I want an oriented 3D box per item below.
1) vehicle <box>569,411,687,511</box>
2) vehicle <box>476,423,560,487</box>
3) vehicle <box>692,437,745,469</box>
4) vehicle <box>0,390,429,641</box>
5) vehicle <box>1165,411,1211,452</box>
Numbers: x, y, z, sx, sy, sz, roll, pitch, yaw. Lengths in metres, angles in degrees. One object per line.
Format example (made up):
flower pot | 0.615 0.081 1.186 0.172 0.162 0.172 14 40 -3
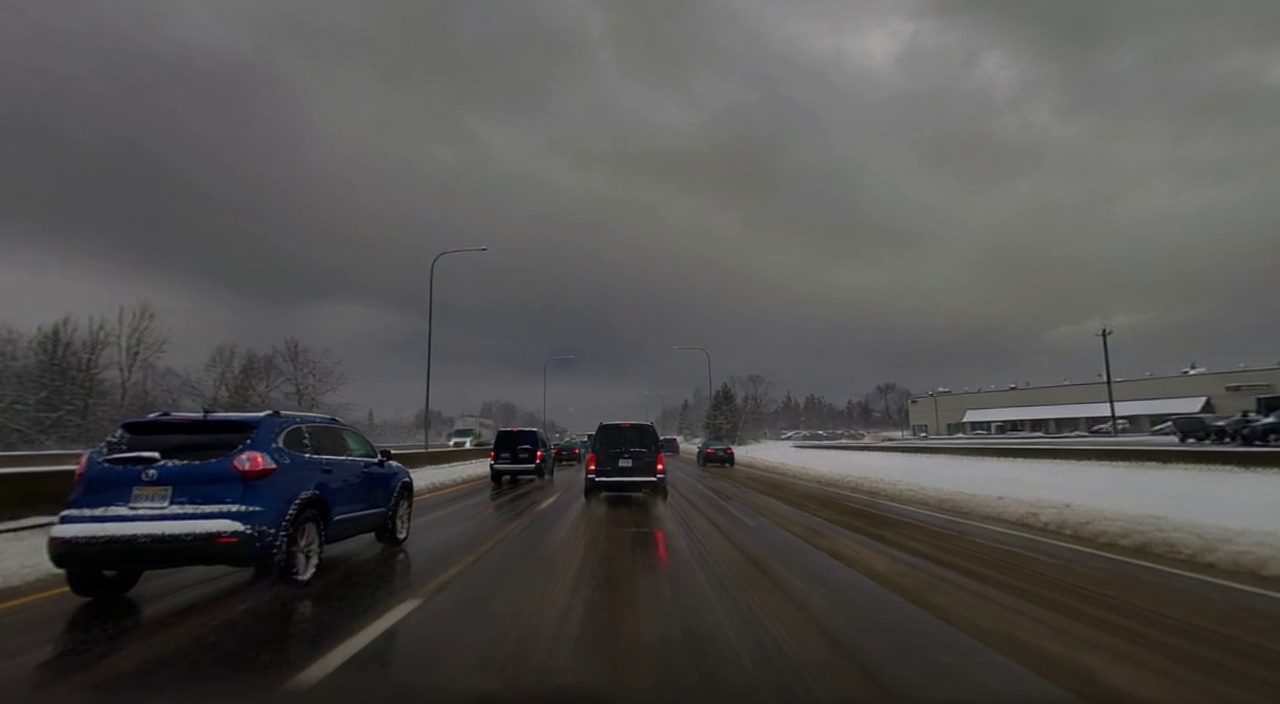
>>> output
vehicle | -0.292 2.454 14.605 2.304 1.925 4.282 0 -8 -1
vehicle | -4.019 3.456 21.455 2.038 1.936 4.300 0 -8 -1
vehicle | 3.836 4.996 31.344 1.999 1.494 3.833 0 -8 -2
vehicle | -3.912 1.432 6.575 1.972 1.703 4.333 0 -8 -1
vehicle | 30.841 4.506 35.467 1.480 2.238 1.864 -6 -10 32
